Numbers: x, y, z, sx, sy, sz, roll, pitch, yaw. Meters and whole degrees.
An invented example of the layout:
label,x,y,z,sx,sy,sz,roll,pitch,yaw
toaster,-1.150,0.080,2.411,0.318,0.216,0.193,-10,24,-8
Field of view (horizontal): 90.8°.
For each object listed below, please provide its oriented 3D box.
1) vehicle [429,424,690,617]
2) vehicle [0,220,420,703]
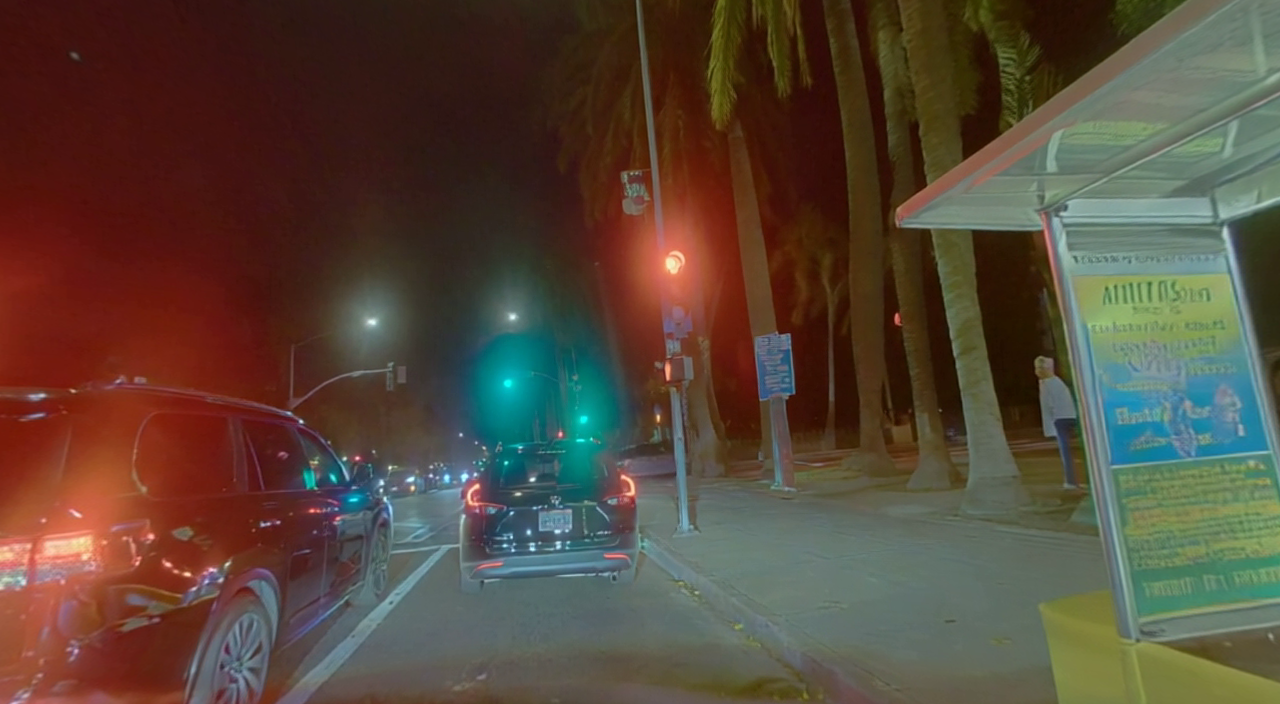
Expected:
label,x,y,z,sx,sy,sz,roll,pitch,yaw
vehicle,-1.019,1.645,7.222,2.065,1.467,4.289,2,-9,-11
vehicle,-2.764,0.911,3.258,2.098,1.851,4.571,1,-9,-7
